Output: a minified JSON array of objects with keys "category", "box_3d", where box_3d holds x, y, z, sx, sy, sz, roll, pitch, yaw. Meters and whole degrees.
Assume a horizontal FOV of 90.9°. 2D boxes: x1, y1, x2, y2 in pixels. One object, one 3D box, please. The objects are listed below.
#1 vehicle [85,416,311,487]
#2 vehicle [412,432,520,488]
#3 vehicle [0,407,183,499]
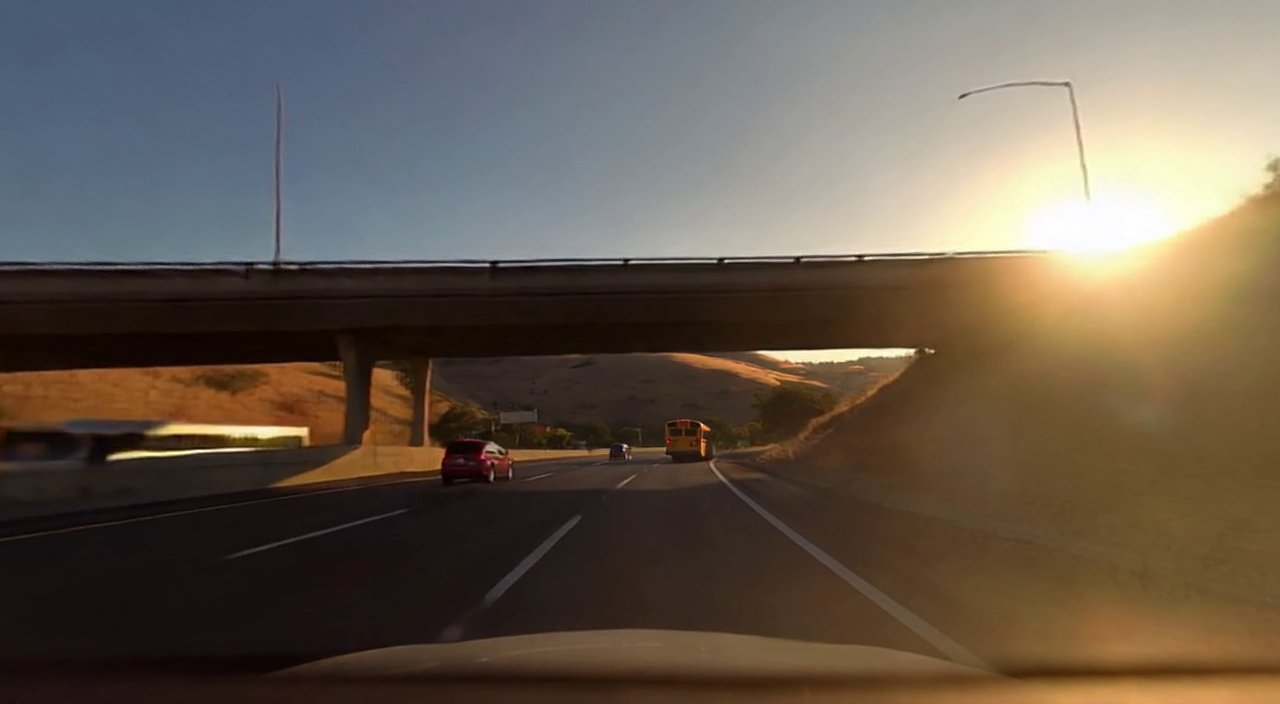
[{"category":"vehicle","box_3d":[-23.845,5.571,35.679,2.791,3.263,13.033,-1,-9,3]},{"category":"vehicle","box_3d":[-5.839,3.673,21.827,2.172,1.689,4.625,-1,-8,3]},{"category":"vehicle","box_3d":[-24.359,4.272,26.888,2.999,3.296,8.416,0,-9,3]}]
